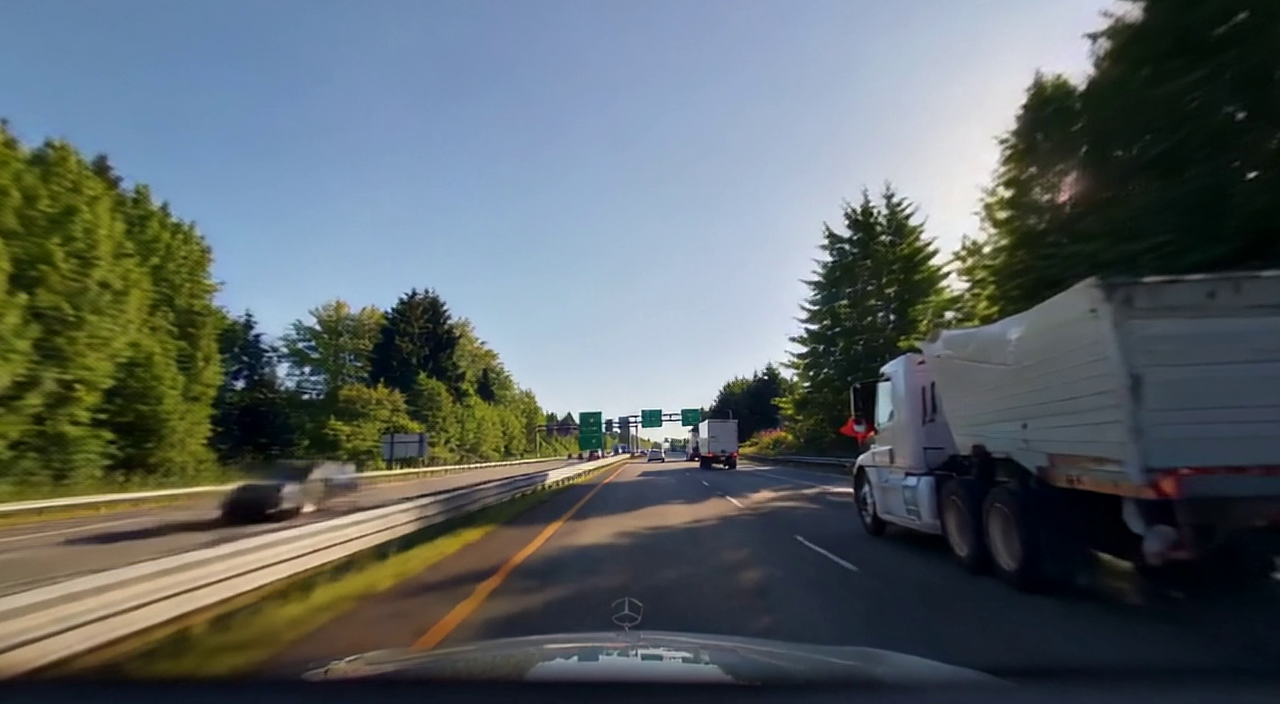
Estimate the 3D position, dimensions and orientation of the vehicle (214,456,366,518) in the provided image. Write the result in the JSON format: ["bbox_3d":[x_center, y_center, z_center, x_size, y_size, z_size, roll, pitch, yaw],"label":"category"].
[{"bbox_3d":[-9.772,3.777,18.057,1.835,1.456,4.202,-1,-9,2],"label":"vehicle"}]

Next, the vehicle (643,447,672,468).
[{"bbox_3d":[1.236,7.780,46.569,2.049,1.500,3.790,0,-9,0],"label":"vehicle"}]

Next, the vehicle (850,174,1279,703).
[{"bbox_3d":[4.380,0.907,6.015,2.569,2.783,5.984,0,-9,-1],"label":"vehicle"}]

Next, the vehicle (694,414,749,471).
[{"bbox_3d":[5.188,5.983,41.426,2.743,3.367,7.306,0,-9,1],"label":"vehicle"}]
